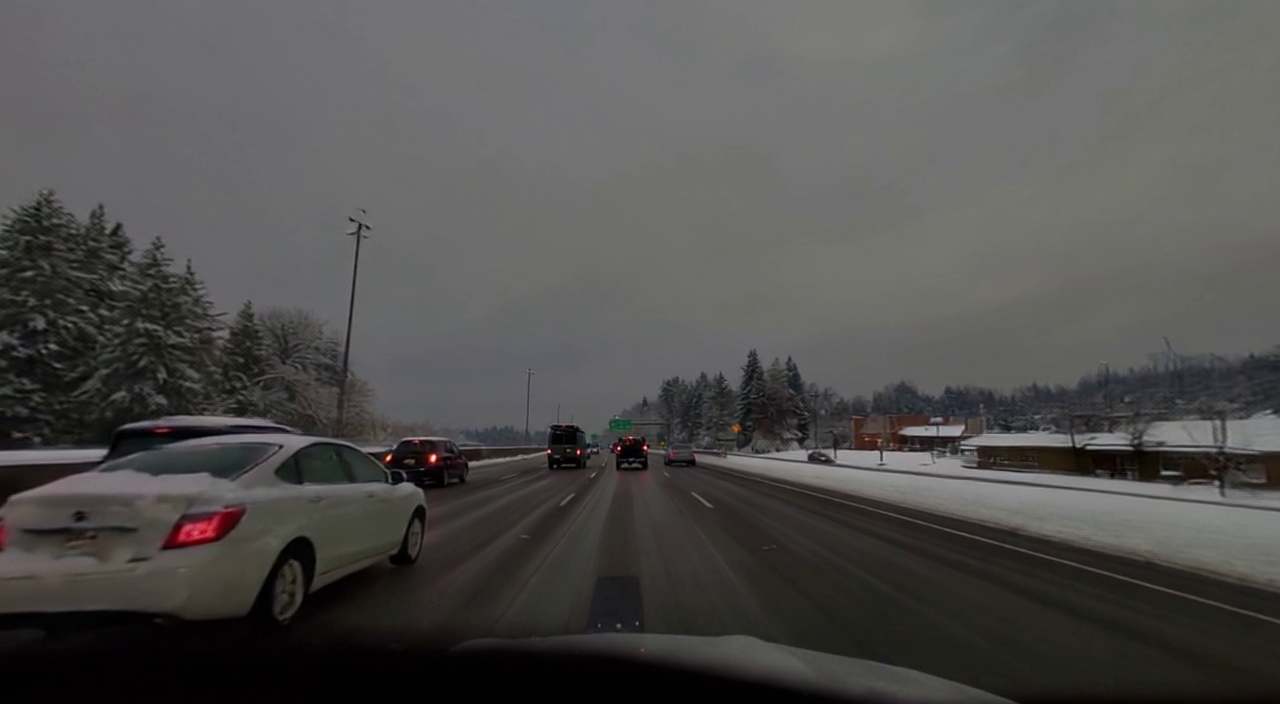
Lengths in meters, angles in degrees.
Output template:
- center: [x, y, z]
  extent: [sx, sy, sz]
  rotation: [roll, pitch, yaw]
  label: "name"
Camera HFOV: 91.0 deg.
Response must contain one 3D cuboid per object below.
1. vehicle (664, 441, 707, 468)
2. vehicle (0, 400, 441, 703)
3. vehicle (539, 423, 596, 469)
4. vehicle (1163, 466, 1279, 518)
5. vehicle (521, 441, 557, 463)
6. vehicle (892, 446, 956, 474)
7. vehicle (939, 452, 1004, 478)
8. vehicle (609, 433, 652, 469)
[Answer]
- center: [2.701, 6.205, 38.309]
  extent: [2.127, 1.513, 4.501]
  rotation: [0, -9, -2]
  label: "vehicle"
- center: [-3.320, 1.306, 5.157]
  extent: [1.963, 1.507, 4.172]
  rotation: [0, -9, 1]
  label: "vehicle"
- center: [-3.828, 5.178, 34.663]
  extent: [2.504, 2.276, 5.933]
  rotation: [0, -9, -1]
  label: "vehicle"
- center: [20.957, 4.748, 21.704]
  extent: [1.896, 1.474, 4.502]
  rotation: [0, -9, -1]
  label: "vehicle"
- center: [-7.264, 7.217, 45.573]
  extent: [1.902, 1.470, 3.851]
  rotation: [0, -9, 0]
  label: "vehicle"
- center: [20.685, 7.848, 46.073]
  extent: [2.083, 1.873, 5.209]
  rotation: [0, -9, -2]
  label: "vehicle"
- center: [20.818, 7.114, 39.768]
  extent: [1.789, 1.531, 3.983]
  rotation: [1, -9, -2]
  label: "vehicle"
- center: [-0.512, 5.460, 34.776]
  extent: [2.207, 1.807, 4.199]
  rotation: [0, -9, -1]
  label: "vehicle"
